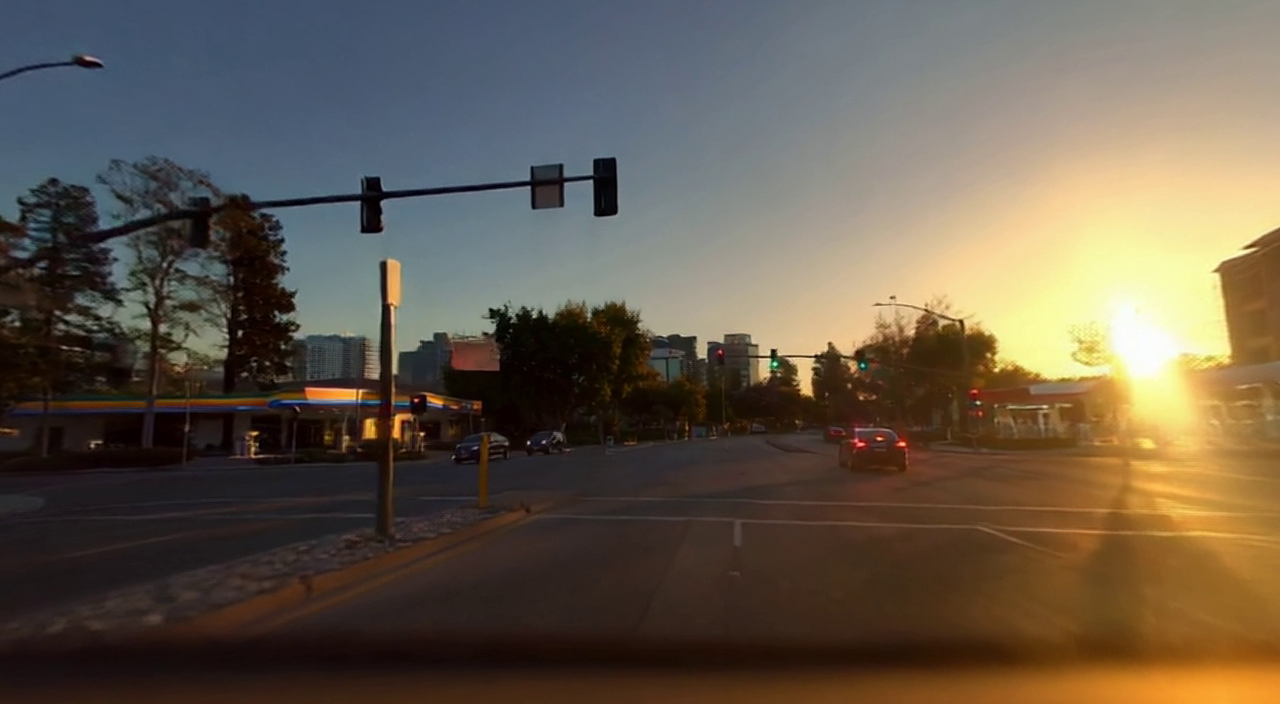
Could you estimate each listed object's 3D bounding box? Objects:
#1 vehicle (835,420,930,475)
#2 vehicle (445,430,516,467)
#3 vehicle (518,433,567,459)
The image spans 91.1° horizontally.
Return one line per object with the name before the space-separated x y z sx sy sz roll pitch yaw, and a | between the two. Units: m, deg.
vehicle | 8.247 3.294 21.779 2.090 1.717 4.063 -1 -8 8
vehicle | -8.547 5.222 34.070 2.112 1.853 4.516 -2 -8 9
vehicle | -6.909 6.745 45.076 2.090 1.779 4.697 -2 -8 10
